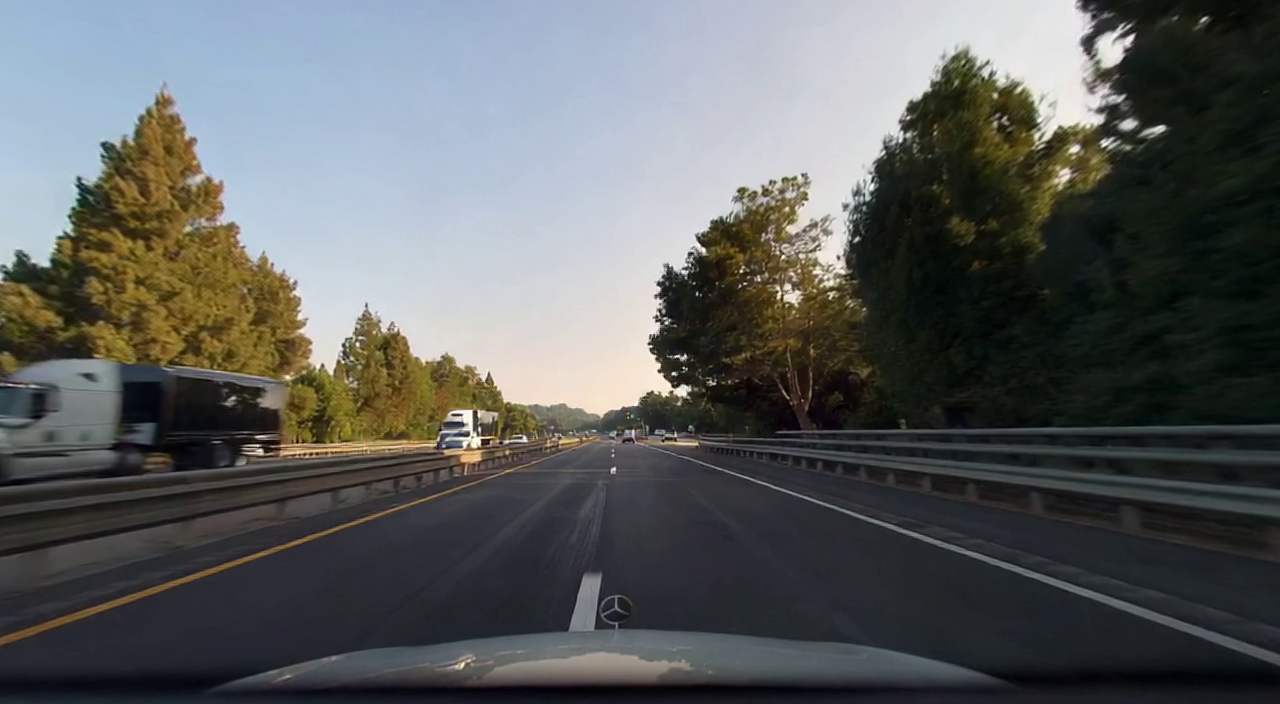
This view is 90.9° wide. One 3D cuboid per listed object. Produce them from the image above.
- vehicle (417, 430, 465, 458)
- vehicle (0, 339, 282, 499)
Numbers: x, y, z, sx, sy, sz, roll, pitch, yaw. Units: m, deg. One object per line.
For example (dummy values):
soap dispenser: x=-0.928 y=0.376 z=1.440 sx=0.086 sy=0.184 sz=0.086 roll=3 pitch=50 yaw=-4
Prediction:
vehicle: x=-12.912 y=5.991 z=41.141 sx=1.913 sy=1.675 sz=4.147 roll=0 pitch=-8 yaw=-2
vehicle: x=-16.149 y=2.330 z=20.795 sx=3.001 sy=3.996 sz=10.172 roll=0 pitch=-8 yaw=-3
